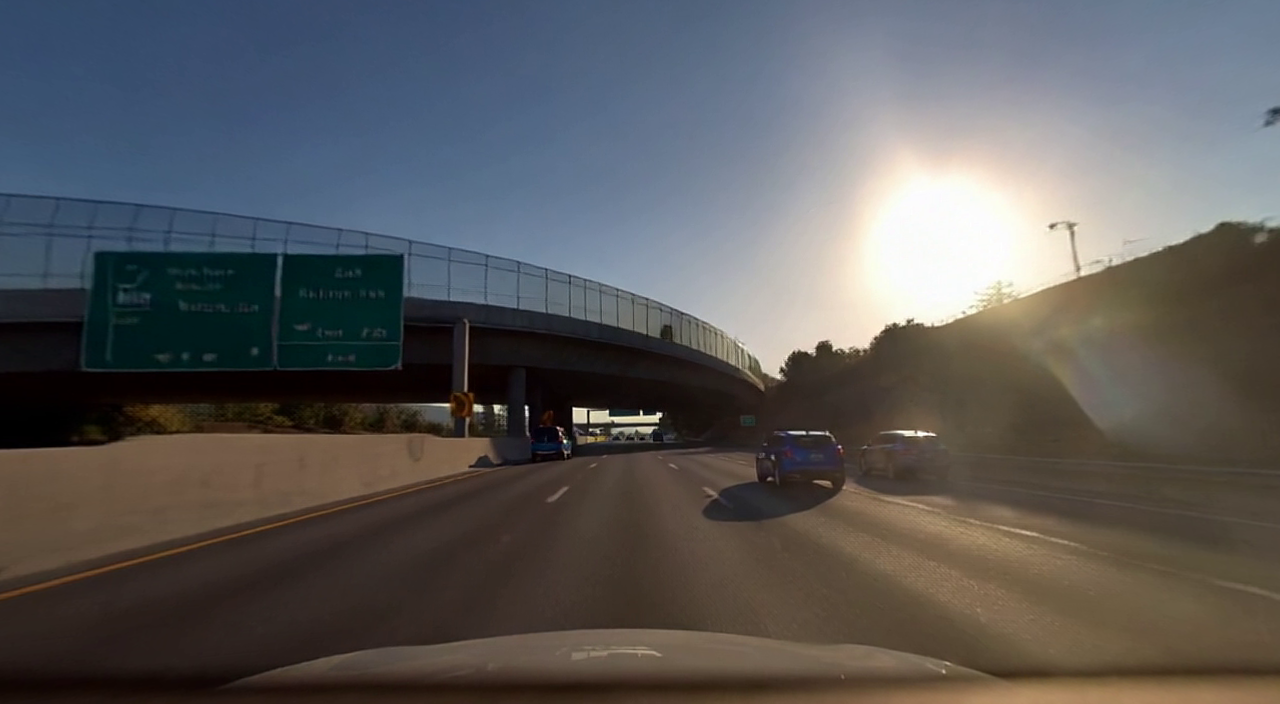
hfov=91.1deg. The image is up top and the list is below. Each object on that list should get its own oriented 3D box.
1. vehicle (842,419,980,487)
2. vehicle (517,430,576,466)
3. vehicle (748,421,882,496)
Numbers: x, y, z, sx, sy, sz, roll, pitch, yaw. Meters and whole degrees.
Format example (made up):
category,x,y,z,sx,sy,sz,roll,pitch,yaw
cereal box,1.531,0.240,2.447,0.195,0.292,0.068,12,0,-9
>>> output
category,x,y,z,sx,sy,sz,roll,pitch,yaw
vehicle,7.198,2.703,17.199,1.956,1.634,3.935,0,-8,-1
vehicle,-3.999,4.181,27.617,2.032,1.465,4.316,0,-8,-1
vehicle,4.039,2.515,15.329,2.011,1.576,4.060,0,-8,-1
